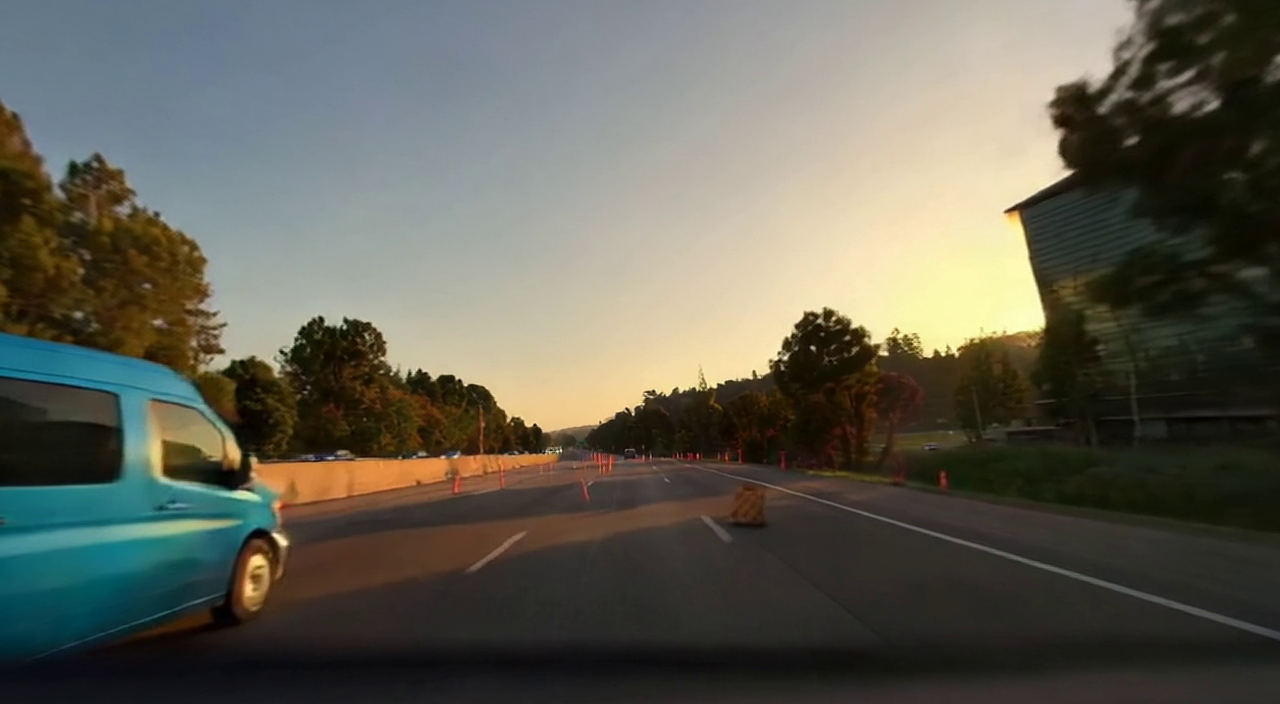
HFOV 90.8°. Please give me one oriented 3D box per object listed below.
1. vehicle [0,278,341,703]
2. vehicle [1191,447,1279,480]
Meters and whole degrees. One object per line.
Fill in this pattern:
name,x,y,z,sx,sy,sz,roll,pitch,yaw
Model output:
vehicle,-3.669,0.804,3.279,2.046,1.982,4.465,0,-9,-1
vehicle,29.901,5.449,31.007,3.810,1.500,1.922,0,-8,0
